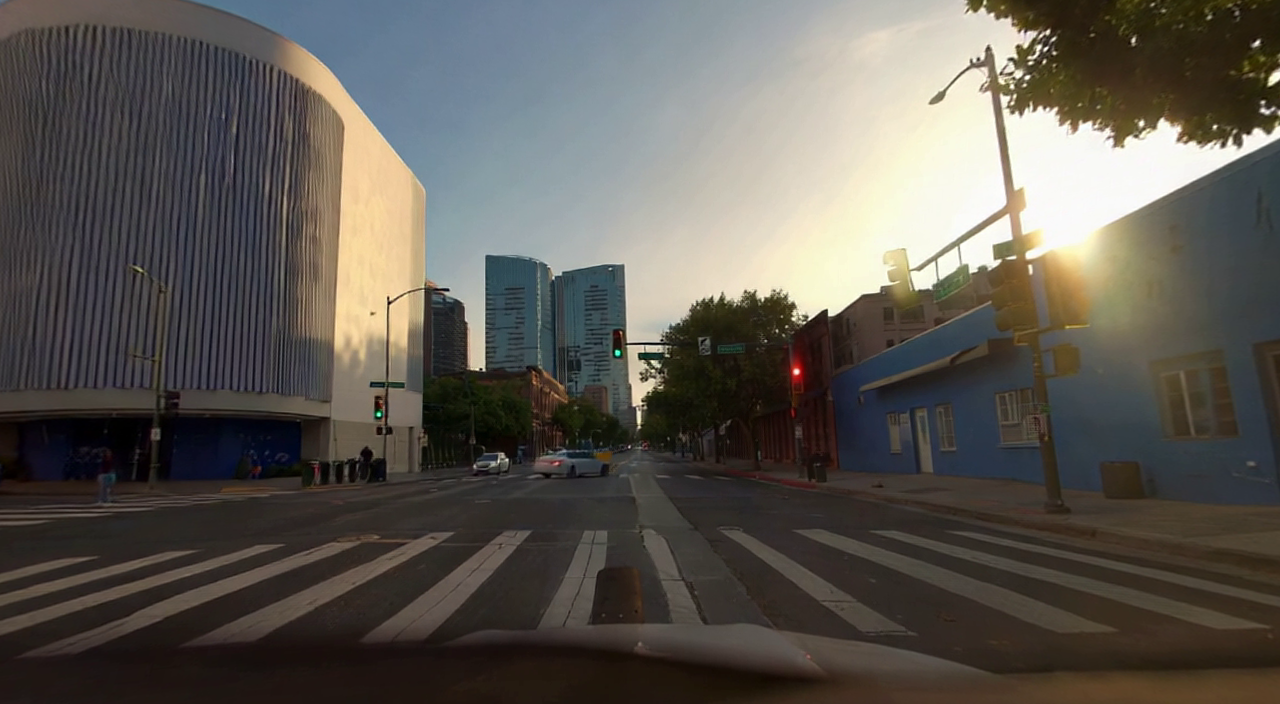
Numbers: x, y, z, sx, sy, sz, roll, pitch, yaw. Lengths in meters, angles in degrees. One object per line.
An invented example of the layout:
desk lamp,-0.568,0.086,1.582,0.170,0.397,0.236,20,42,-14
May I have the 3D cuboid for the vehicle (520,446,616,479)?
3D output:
vehicle,-3.443,5.407,31.213,2.088,1.452,4.833,-6,-10,34
